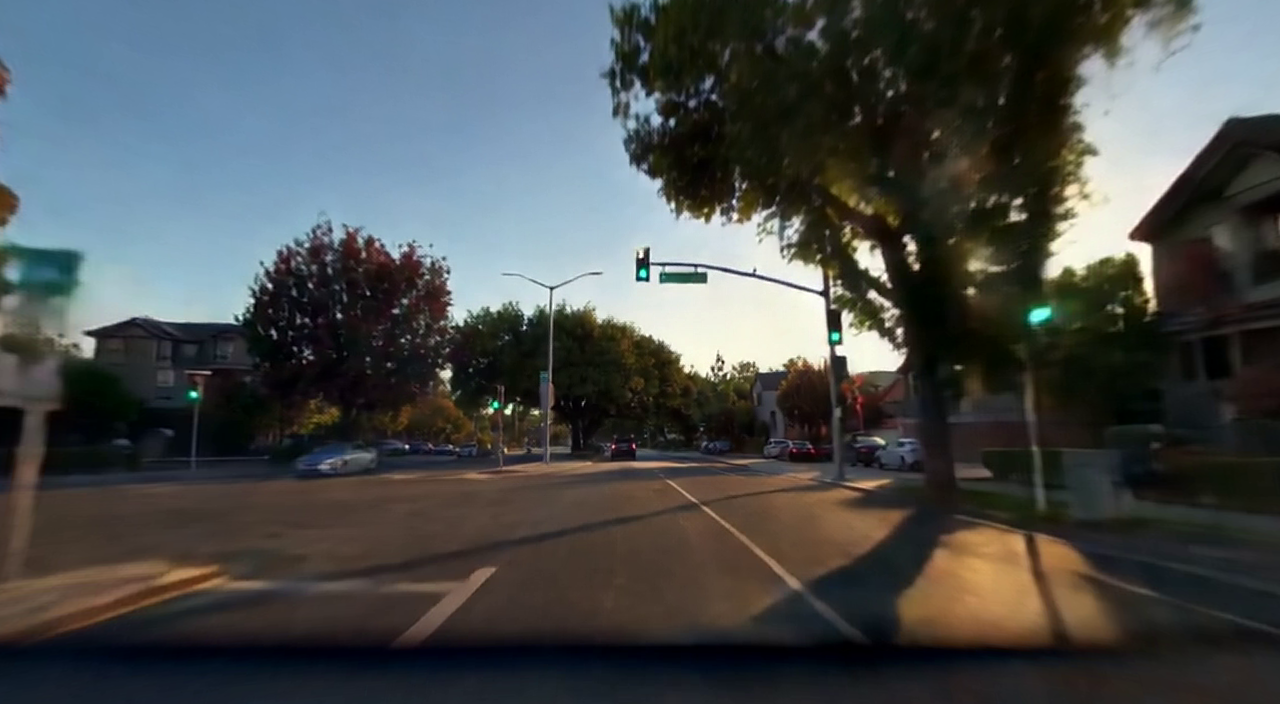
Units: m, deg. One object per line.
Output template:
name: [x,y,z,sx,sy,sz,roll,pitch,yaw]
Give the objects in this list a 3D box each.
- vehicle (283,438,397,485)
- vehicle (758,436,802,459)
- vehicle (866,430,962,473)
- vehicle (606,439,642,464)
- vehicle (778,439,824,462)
vehicle: [-10.669,3.910,22.873,1.995,1.485,4.560,0,-8,-1]
vehicle: [10.776,7.404,48.910,2.156,1.689,4.774,0,-8,-1]
vehicle: [11.668,4.272,27.234,2.018,1.665,4.576,0,-8,-1]
vehicle: [-0.976,6.069,38.612,2.113,1.462,4.203,0,-8,-1]
vehicle: [11.048,6.771,43.473,1.838,1.443,4.563,0,-8,-2]
